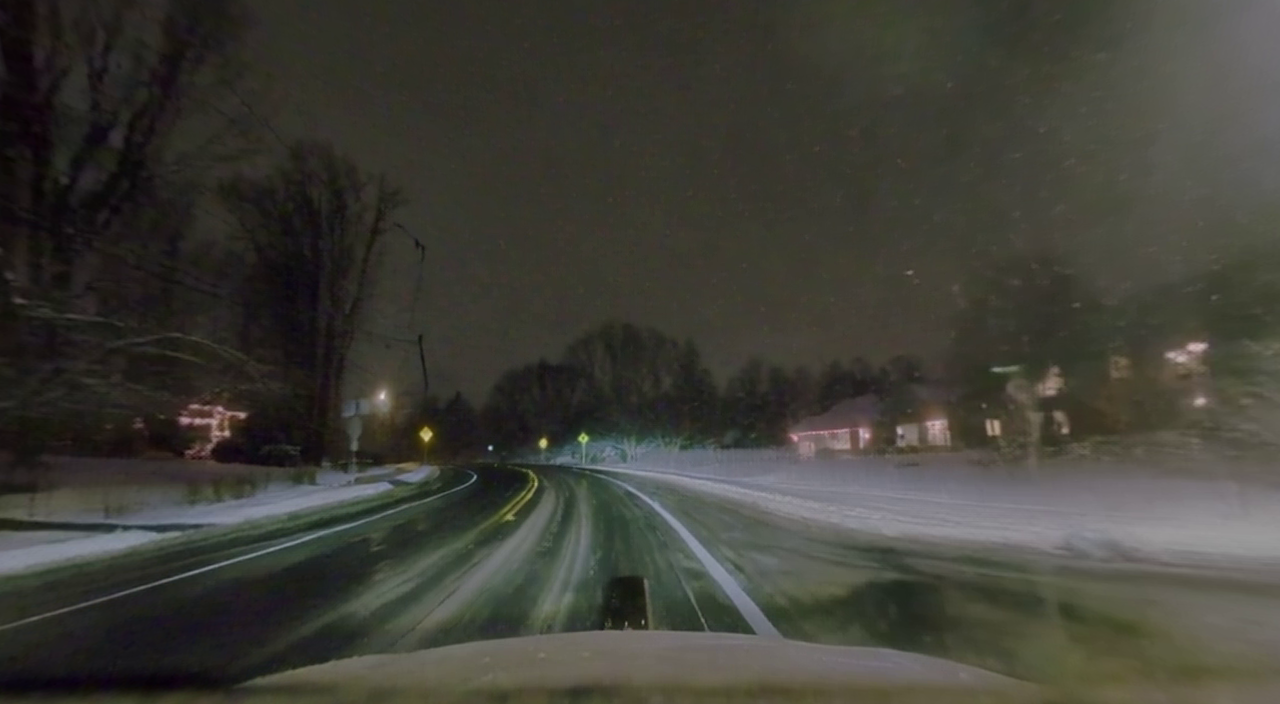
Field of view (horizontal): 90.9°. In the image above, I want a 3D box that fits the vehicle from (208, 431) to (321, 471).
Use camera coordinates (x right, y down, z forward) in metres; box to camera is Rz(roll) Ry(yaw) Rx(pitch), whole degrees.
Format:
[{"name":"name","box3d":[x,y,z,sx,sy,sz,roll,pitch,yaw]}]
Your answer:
[{"name":"vehicle","box3d":[-18.674,4.918,31.432,4.562,1.857,2.129,-1,-9,16]}]
